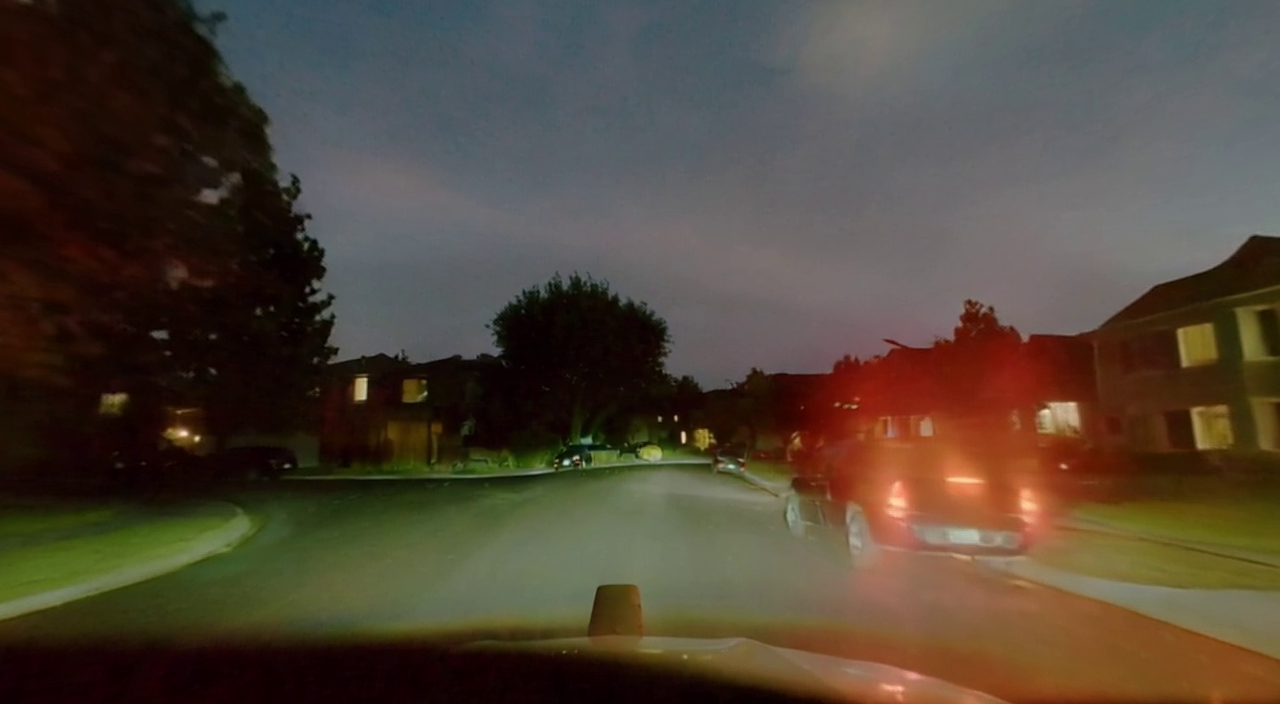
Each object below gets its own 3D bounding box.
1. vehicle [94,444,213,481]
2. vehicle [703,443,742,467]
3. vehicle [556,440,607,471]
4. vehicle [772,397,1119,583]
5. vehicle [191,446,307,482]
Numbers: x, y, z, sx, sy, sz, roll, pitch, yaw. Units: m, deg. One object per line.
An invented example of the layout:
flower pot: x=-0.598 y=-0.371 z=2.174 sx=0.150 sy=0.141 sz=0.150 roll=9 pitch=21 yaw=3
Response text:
vehicle: x=-20.637 y=4.693 z=26.896 sx=3.610 sy=1.501 sz=1.814 roll=-1 pitch=-9 yaw=4
vehicle: x=6.012 y=7.380 z=45.496 sx=2.075 sy=1.657 sz=4.648 roll=-2 pitch=-9 yaw=16
vehicle: x=-3.757 y=6.716 z=41.209 sx=2.041 sy=1.762 sz=4.508 roll=-3 pitch=-8 yaw=11
vehicle: x=3.540 y=1.726 z=8.752 sx=2.228 sy=1.813 sz=4.901 roll=0 pitch=-9 yaw=-1
vehicle: x=-16.449 y=4.705 z=26.705 sx=3.734 sy=1.441 sz=1.756 roll=-1 pitch=-9 yaw=4
